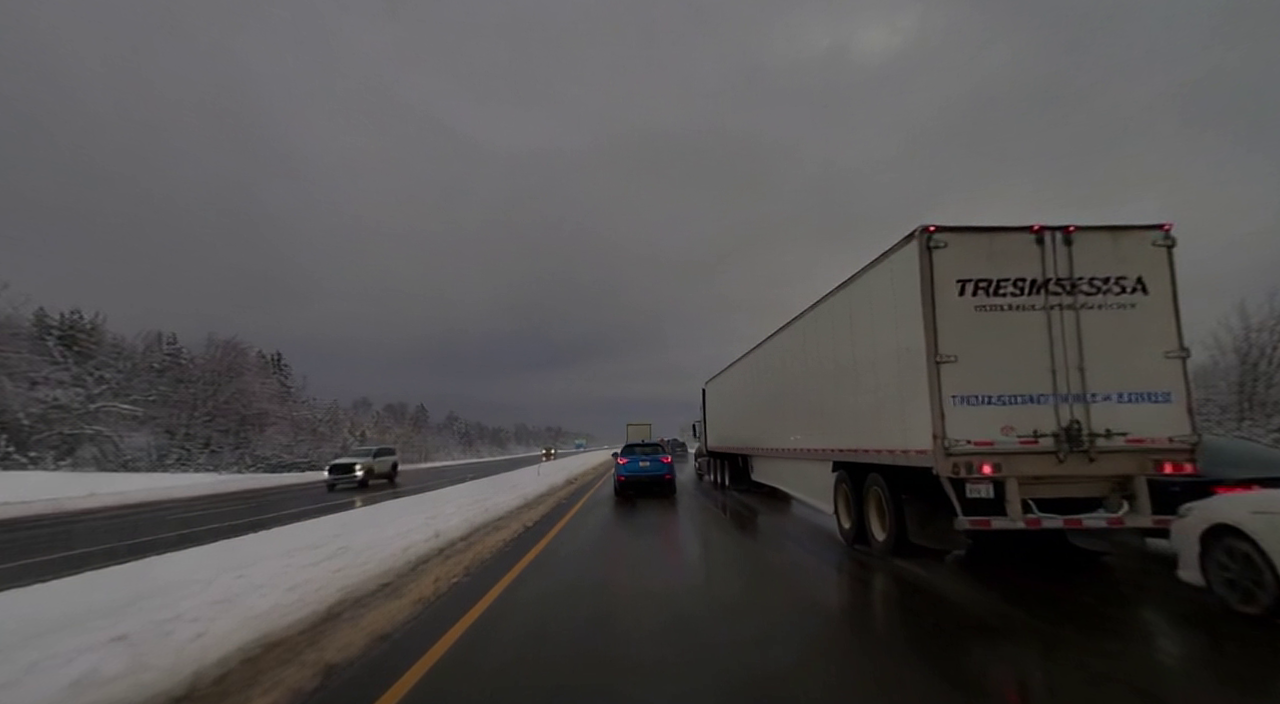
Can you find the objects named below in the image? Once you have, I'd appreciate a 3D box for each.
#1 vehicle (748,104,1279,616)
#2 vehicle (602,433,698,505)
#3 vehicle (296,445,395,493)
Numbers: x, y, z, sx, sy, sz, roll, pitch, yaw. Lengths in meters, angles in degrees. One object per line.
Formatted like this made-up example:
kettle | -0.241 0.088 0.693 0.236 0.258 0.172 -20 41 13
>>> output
vehicle | 4.527 0.598 10.117 3.235 4.197 9.908 0 -8 -3
vehicle | 0.209 2.779 15.450 2.045 1.507 3.763 -1 -8 0
vehicle | -11.760 4.658 25.487 1.988 1.727 4.217 -1 -8 0
